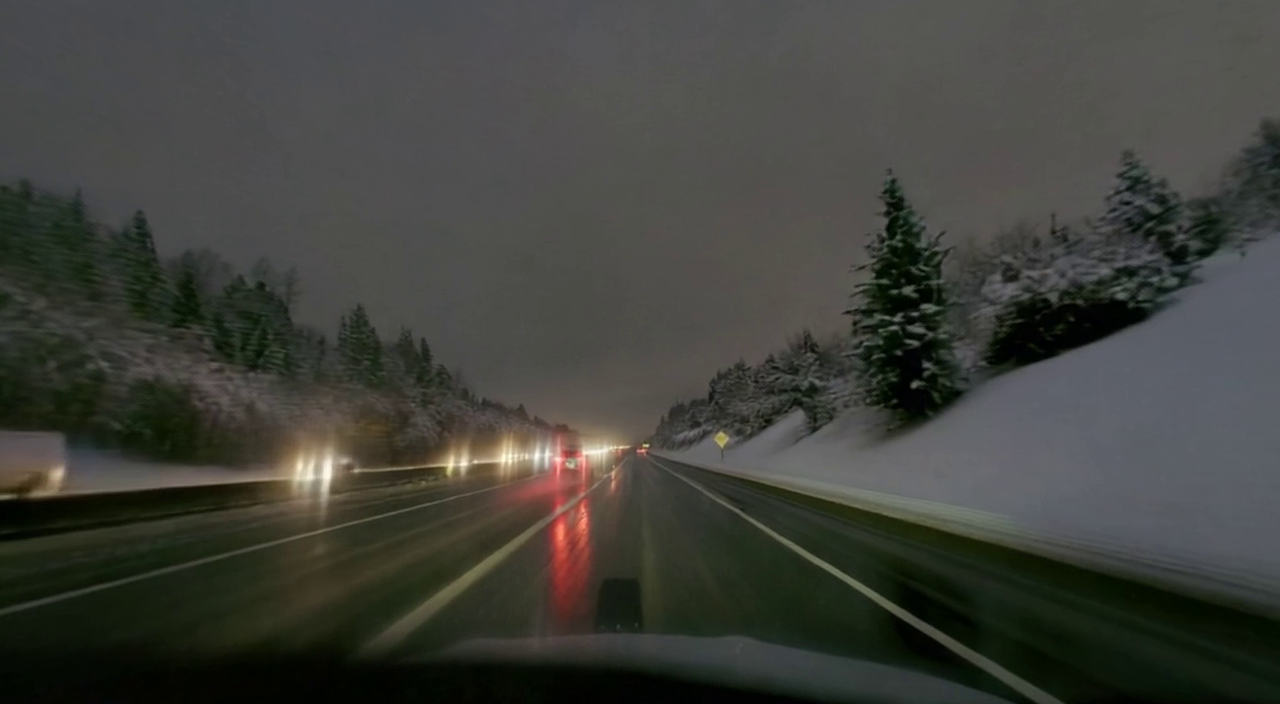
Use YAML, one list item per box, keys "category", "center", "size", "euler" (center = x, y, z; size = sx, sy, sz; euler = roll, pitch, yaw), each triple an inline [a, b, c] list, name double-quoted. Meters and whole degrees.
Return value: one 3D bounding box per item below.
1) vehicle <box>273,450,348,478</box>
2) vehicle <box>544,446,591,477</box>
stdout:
- category: "vehicle"
  center: [-19.447, 6.596, 37.257]
  size: [1.977, 1.541, 4.395]
  euler: [0, -9, 1]
- category: "vehicle"
  center: [-3.704, 5.670, 32.713]
  size: [1.933, 1.497, 3.973]
  euler: [0, -9, 0]
